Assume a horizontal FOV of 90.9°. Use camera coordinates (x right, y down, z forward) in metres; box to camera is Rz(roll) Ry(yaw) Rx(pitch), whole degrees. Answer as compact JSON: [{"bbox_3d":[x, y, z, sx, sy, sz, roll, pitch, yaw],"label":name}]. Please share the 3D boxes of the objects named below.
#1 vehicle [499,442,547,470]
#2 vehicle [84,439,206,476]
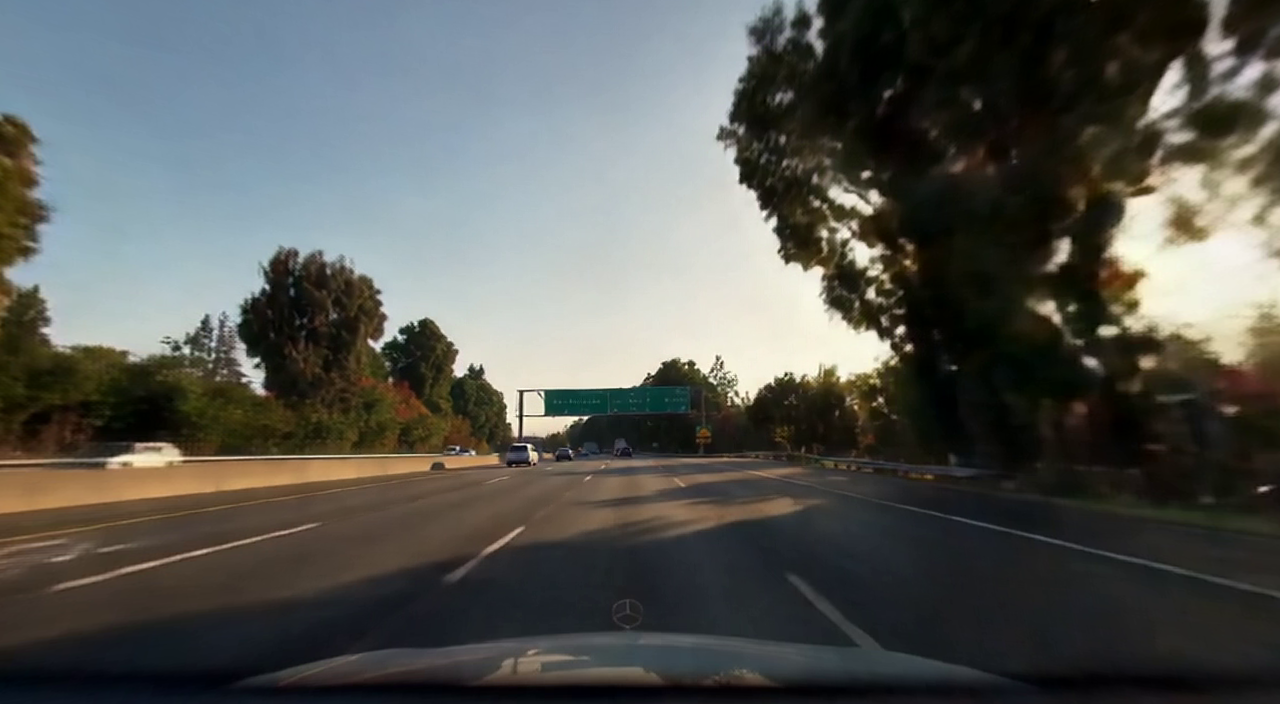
[{"bbox_3d":[-7.648,6.815,41.709,2.179,1.710,5.160,0,-8,0],"label":"vehicle"},{"bbox_3d":[-25.668,5.470,33.026,2.103,1.780,5.422,0,-8,-2],"label":"vehicle"}]
